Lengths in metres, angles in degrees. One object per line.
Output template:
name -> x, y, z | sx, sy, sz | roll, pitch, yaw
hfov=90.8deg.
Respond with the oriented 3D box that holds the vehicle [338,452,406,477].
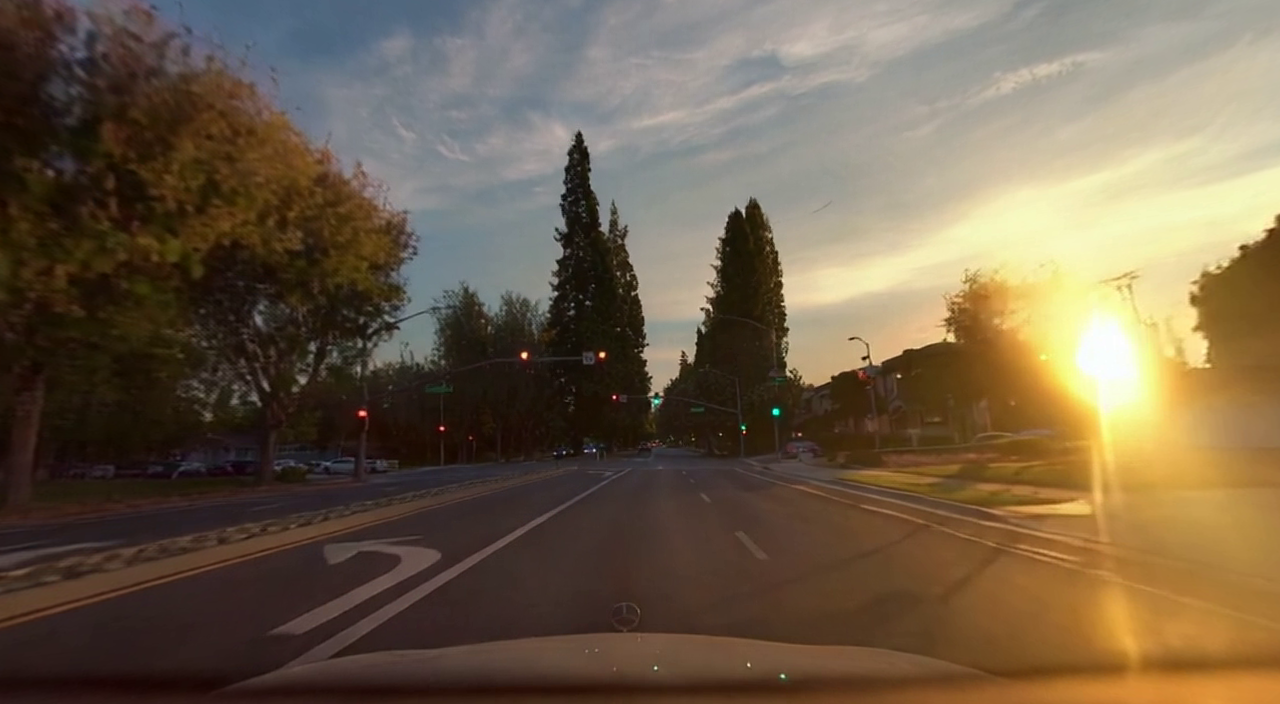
vehicle -> -20.946, 8.788, 49.495 | 4.445, 1.805, 1.944 | -2, -8, 4
